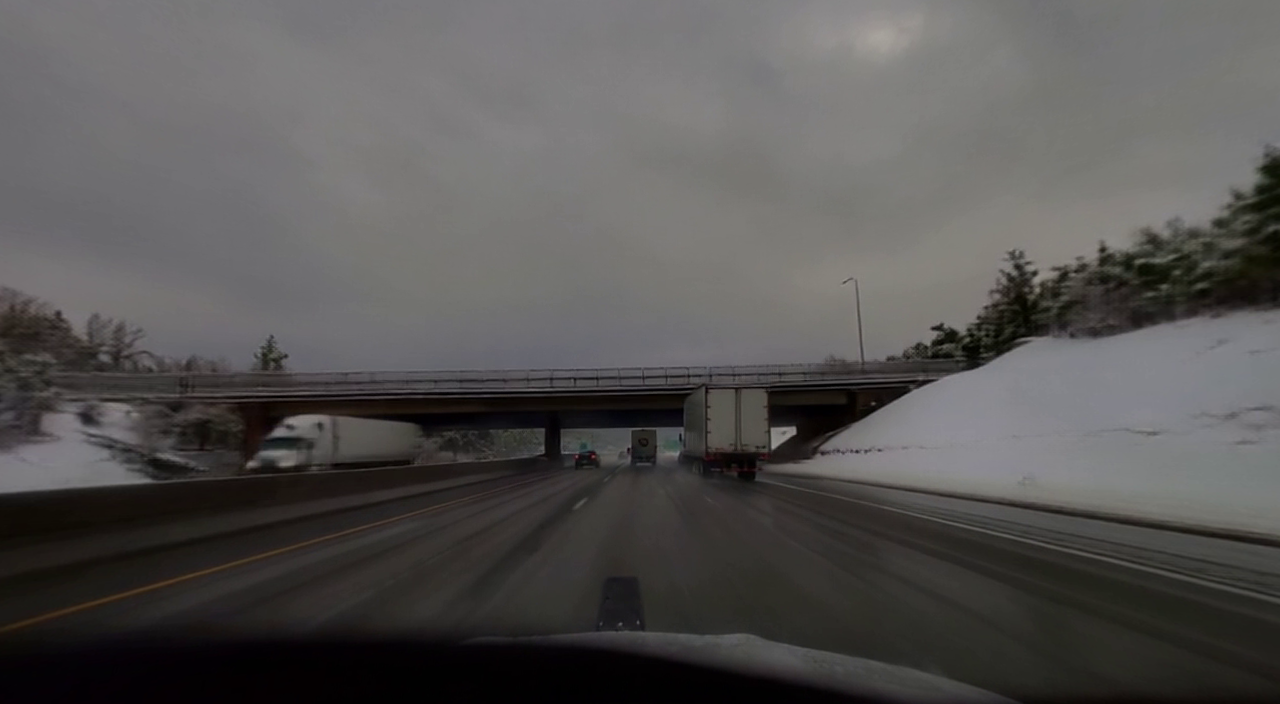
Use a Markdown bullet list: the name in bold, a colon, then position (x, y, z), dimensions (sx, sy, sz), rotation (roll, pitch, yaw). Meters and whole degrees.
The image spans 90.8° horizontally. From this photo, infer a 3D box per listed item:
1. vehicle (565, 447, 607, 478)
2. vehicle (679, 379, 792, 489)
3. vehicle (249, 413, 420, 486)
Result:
- **vehicle**: position (-2.998, 6.229, 35.893), dimensions (2.007, 1.647, 3.854), rotation (0, -9, 1)
- **vehicle**: position (4.016, 4.292, 31.607), dimensions (3.131, 4.037, 16.729), rotation (0, -9, 0)
- **vehicle**: position (-18.996, 6.433, 41.643), dimensions (2.894, 3.819, 16.777), rotation (0, -9, 0)
